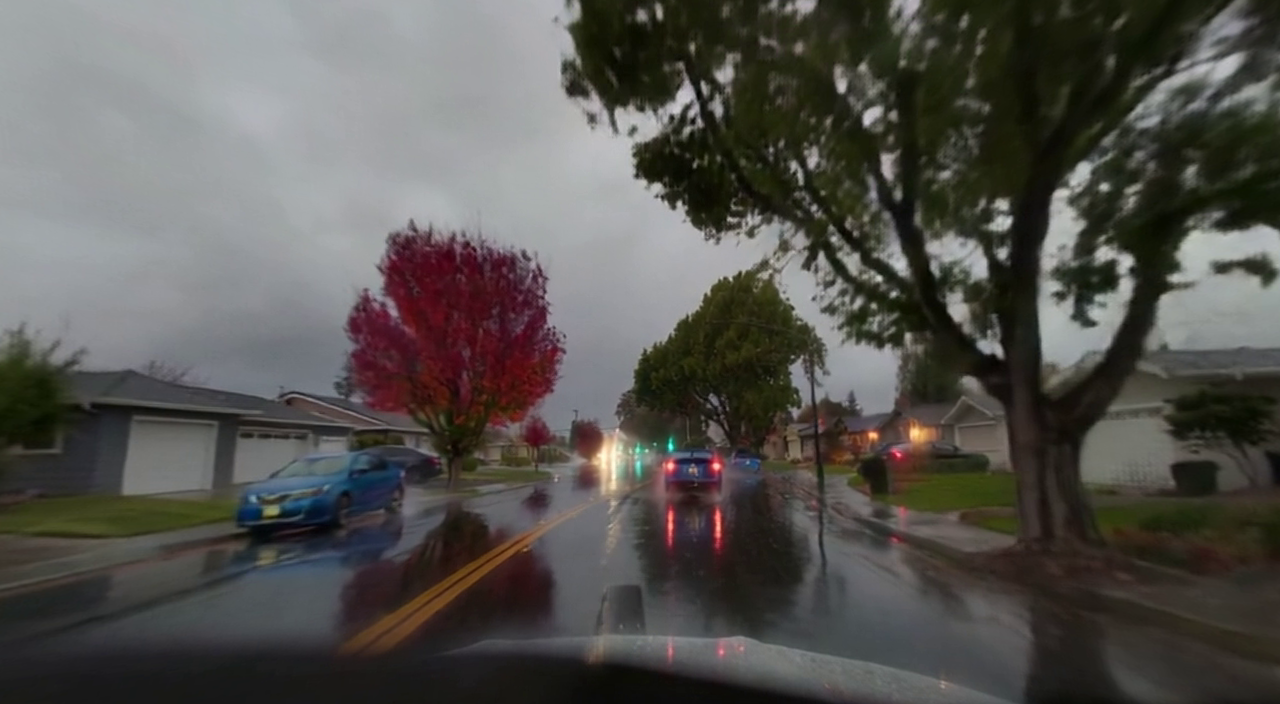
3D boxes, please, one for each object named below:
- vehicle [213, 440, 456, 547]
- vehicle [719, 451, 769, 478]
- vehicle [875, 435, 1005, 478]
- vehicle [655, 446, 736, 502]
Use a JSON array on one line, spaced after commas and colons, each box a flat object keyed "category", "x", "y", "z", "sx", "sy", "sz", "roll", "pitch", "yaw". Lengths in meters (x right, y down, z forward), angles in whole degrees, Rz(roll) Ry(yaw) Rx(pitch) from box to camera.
[{"category": "vehicle", "x": -6.108, "y": 2.842, "z": 13.566, "sx": 2.641, "sy": 1.747, "sz": 4.738, "roll": -3, "pitch": -8, "yaw": 4}, {"category": "vehicle", "x": 6.039, "y": 6.602, "z": 37.227, "sx": 2.089, "sy": 1.462, "sz": 4.529, "roll": 0, "pitch": -9, "yaw": -1}, {"category": "vehicle", "x": 12.928, "y": 4.515, "z": 27.429, "sx": 4.524, "sy": 1.587, "sz": 2.064, "roll": -2, "pitch": -8, "yaw": -2}, {"category": "vehicle", "x": 1.620, "y": 3.638, "z": 19.310, "sx": 2.192, "sy": 1.474, "sz": 4.192, "roll": -1, "pitch": -9, "yaw": 3}]
